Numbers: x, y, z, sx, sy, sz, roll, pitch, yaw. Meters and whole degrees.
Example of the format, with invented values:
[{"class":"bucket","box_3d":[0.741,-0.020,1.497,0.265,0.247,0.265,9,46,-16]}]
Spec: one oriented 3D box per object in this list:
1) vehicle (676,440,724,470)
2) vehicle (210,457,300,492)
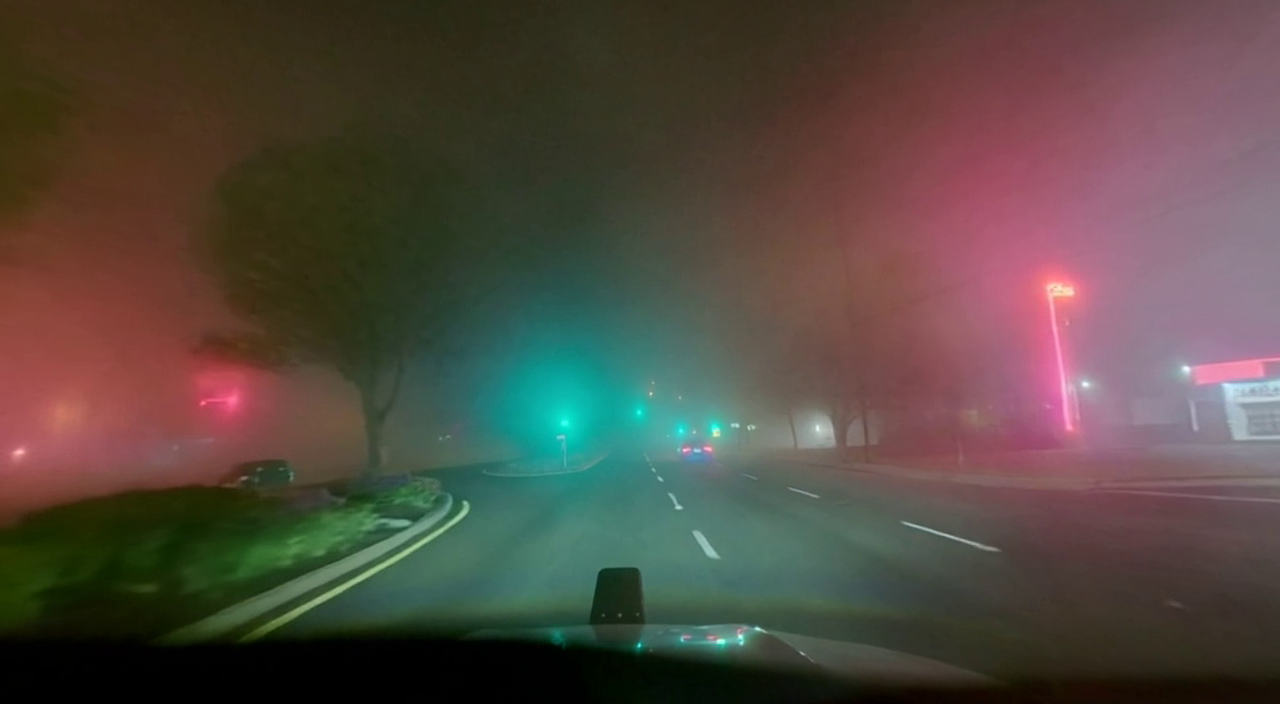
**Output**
[{"class":"vehicle","box_3d":[2.971,5.225,32.177,1.929,1.411,4.284,0,-8,-1]},{"class":"vehicle","box_3d":[-19.846,6.314,32.822,1.949,1.610,4.279,0,-8,0]}]
